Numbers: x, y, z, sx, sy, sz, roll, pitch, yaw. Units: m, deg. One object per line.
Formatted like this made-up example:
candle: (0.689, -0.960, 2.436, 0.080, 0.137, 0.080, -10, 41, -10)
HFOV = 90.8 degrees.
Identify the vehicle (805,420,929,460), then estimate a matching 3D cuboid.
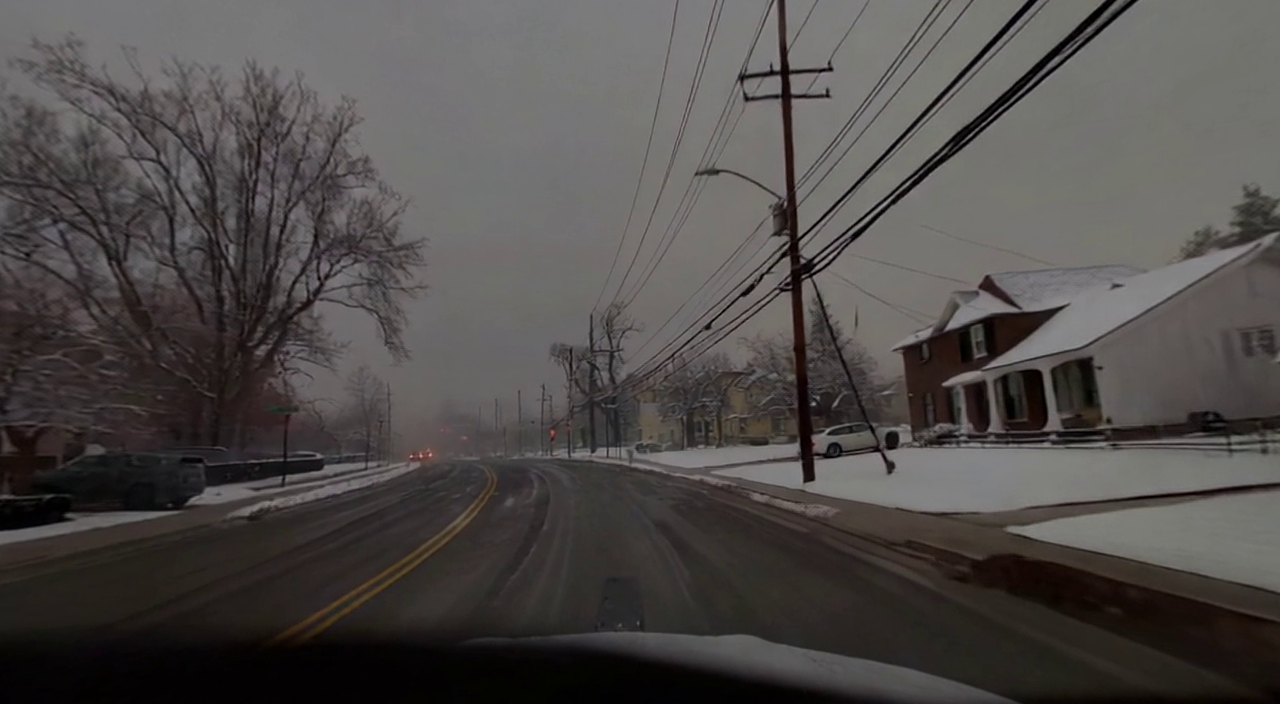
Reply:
vehicle: (9.559, 3.735, 26.950, 4.566, 1.623, 1.906, 0, -8, 4)

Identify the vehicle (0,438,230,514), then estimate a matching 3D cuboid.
vehicle: (-13.425, 3.108, 16.201, 4.321, 1.772, 2.161, -1, -8, 5)
